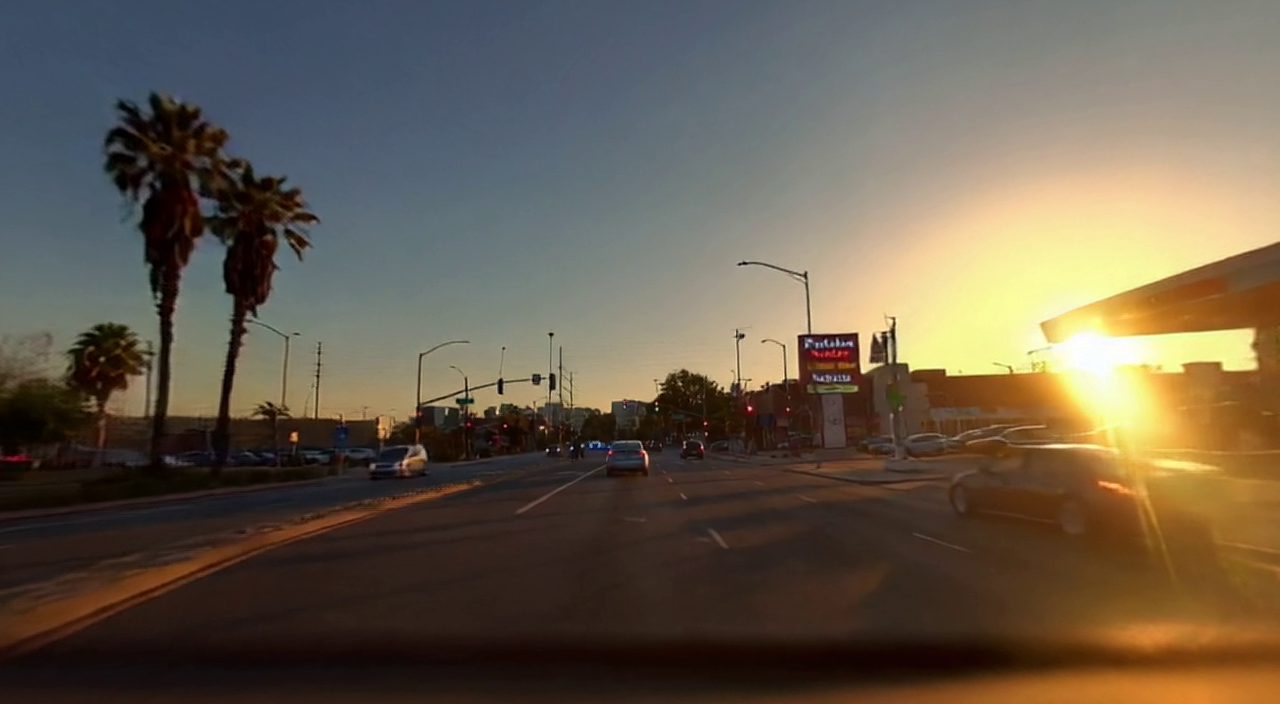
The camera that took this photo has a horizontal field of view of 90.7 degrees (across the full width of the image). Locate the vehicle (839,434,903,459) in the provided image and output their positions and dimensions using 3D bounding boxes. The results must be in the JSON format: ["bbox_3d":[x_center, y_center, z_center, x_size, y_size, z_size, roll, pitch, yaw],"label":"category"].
[{"bbox_3d":[14.694,5.988,40.138,4.580,1.479,1.985,8,-12,-44],"label":"vehicle"}]

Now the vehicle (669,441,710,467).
[{"bbox_3d":[2.958,6.186,38.612,2.060,1.471,4.168,0,-8,-1],"label":"vehicle"}]

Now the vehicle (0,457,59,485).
[{"bbox_3d":[-35.487,6.630,35.250,4.313,1.462,1.821,0,-8,-2],"label":"vehicle"}]

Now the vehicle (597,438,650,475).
[{"bbox_3d":[-0.707,4.625,28.199,2.160,1.508,4.319,0,-8,-1],"label":"vehicle"}]

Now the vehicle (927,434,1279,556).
[{"bbox_3d":[6.780,2.112,10.213,1.922,1.461,4.868,0,-8,-1],"label":"vehicle"}]

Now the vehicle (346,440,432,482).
[{"bbox_3d":[-11.698,5.088,29.902,2.098,1.766,4.787,0,-8,0],"label":"vehicle"}]
